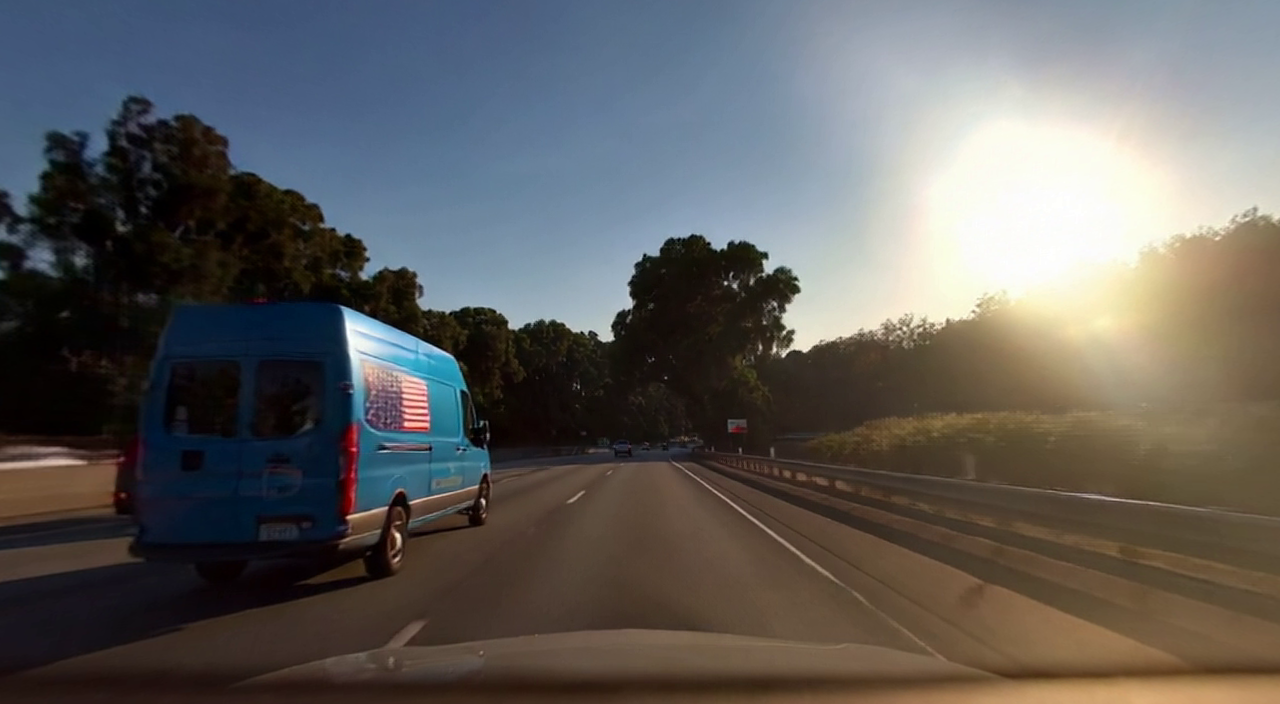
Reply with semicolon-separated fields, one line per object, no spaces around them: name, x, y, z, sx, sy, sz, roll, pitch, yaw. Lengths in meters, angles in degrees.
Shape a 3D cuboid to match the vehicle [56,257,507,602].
vehicle;-3.558;1.014;8.126;2.319;2.883;5.632;0;-8;1
